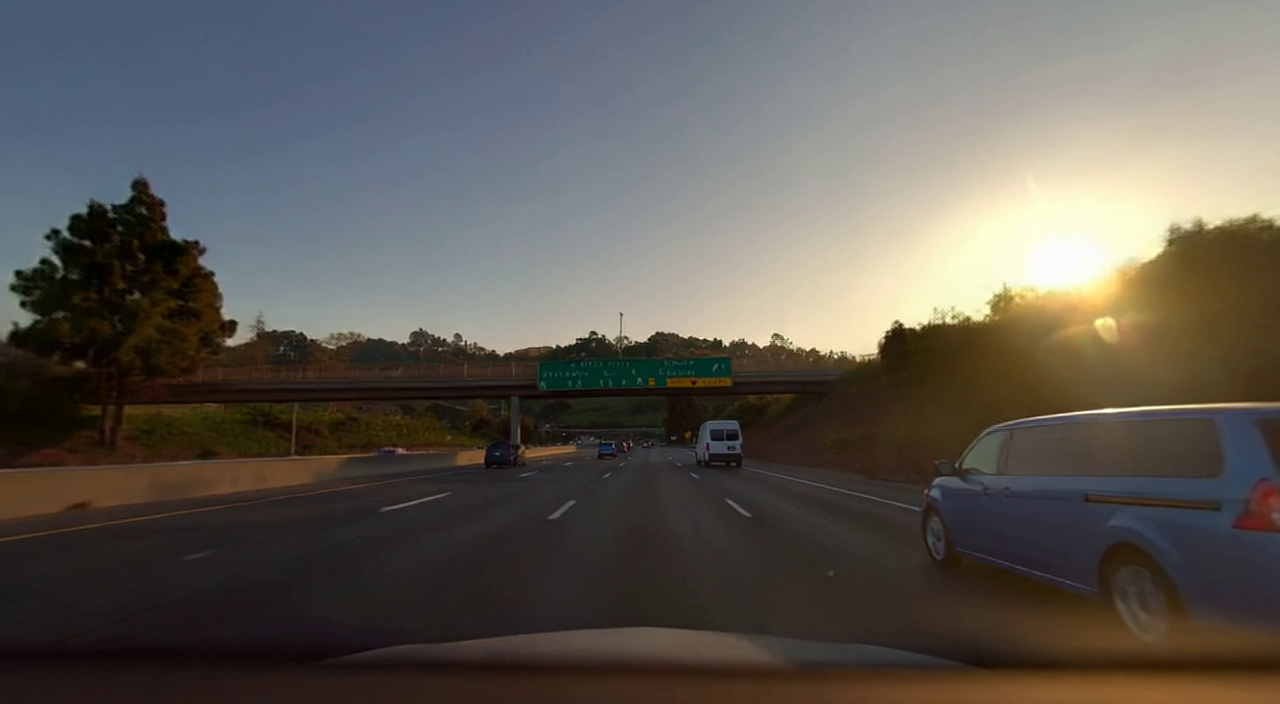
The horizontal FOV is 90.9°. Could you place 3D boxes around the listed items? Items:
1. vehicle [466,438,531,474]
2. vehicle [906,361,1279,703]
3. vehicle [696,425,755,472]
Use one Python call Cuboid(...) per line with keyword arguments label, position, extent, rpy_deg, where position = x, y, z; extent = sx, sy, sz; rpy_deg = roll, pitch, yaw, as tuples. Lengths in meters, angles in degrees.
Cuboid(label="vehicle", position=(-7.060, 5.239, 31.989), extent=(2.068, 1.632, 4.623), rpy_deg=(-1, -8, 2))
Cuboid(label="vehicle", position=(4.026, 1.159, 4.730), extent=(2.100, 1.690, 4.536), rpy_deg=(0, -8, 1))
Cuboid(label="vehicle", position=(4.378, 5.092, 33.320), extent=(2.347, 2.234, 5.352), rpy_deg=(0, -8, 0))
